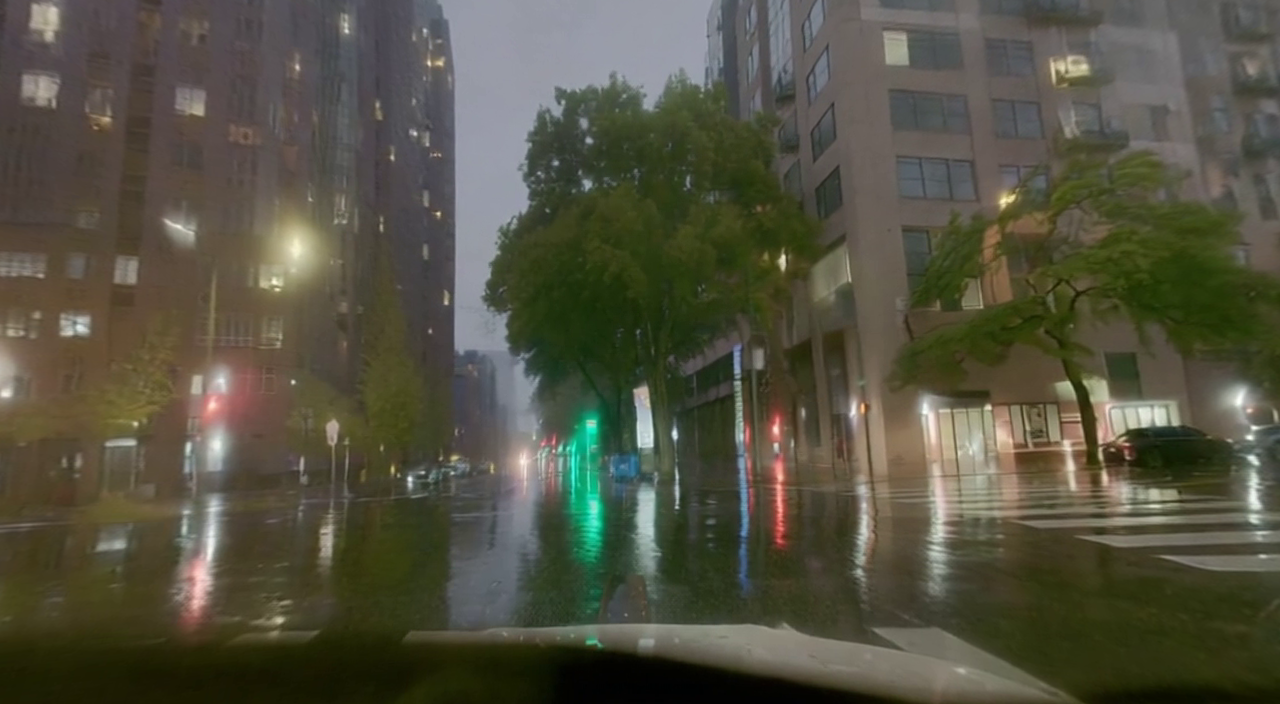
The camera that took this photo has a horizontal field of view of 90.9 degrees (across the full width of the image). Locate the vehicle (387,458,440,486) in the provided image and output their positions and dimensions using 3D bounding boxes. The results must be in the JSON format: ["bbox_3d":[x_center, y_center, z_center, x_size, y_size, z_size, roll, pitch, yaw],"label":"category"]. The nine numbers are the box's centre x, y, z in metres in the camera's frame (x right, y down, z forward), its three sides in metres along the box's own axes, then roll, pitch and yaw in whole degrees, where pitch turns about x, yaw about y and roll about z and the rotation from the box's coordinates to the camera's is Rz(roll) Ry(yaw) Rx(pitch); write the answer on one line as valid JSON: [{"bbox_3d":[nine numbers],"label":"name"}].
[{"bbox_3d":[-13.404,7.089,37.523,2.033,1.491,4.298,1,-9,-7],"label":"vehicle"}]
